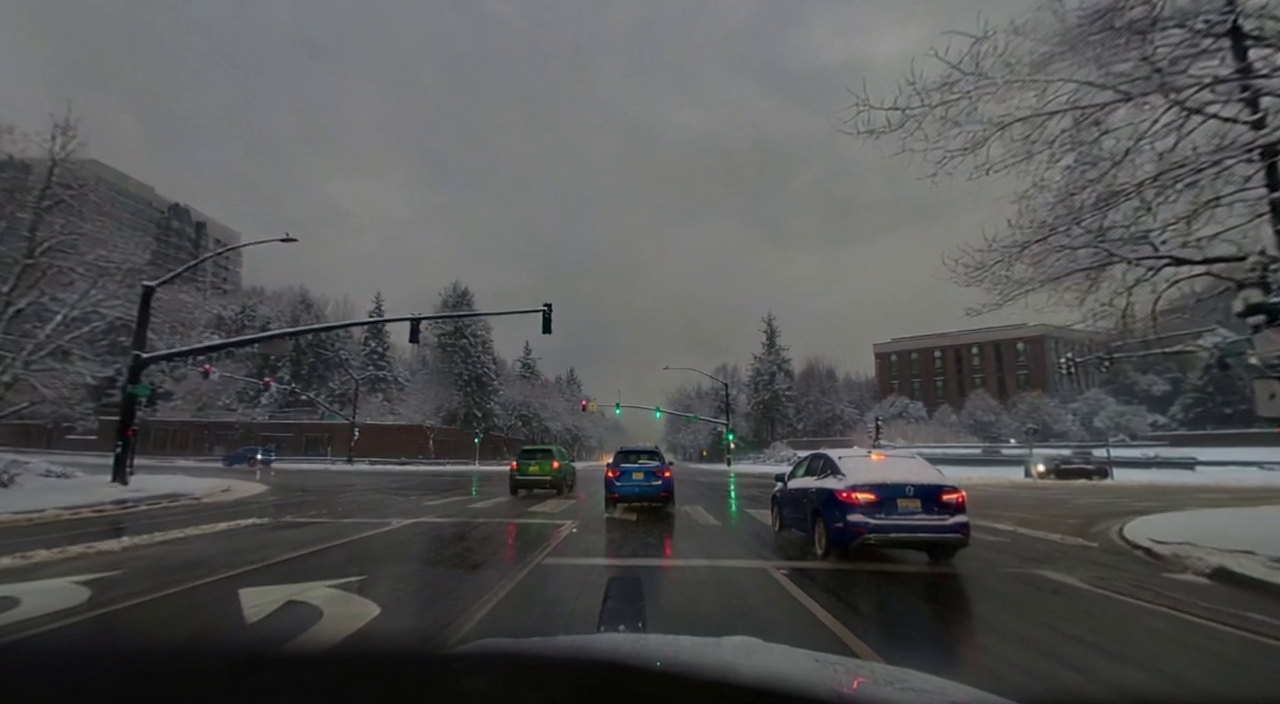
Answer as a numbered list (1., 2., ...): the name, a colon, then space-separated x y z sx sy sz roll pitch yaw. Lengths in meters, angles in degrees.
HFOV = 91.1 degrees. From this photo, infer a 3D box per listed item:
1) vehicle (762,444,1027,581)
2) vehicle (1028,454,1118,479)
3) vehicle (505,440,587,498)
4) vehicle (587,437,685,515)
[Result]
1. vehicle: 3.234 2.098 9.201 2.056 1.468 4.520 0 -8 1
2. vehicle: 30.353 8.048 44.157 4.705 1.631 2.053 -2 -9 16
3. vehicle: -2.885 3.689 20.234 1.987 1.633 4.005 0 -8 0
4. vehicle: -0.060 3.007 15.794 2.108 1.654 4.235 0 -8 1
